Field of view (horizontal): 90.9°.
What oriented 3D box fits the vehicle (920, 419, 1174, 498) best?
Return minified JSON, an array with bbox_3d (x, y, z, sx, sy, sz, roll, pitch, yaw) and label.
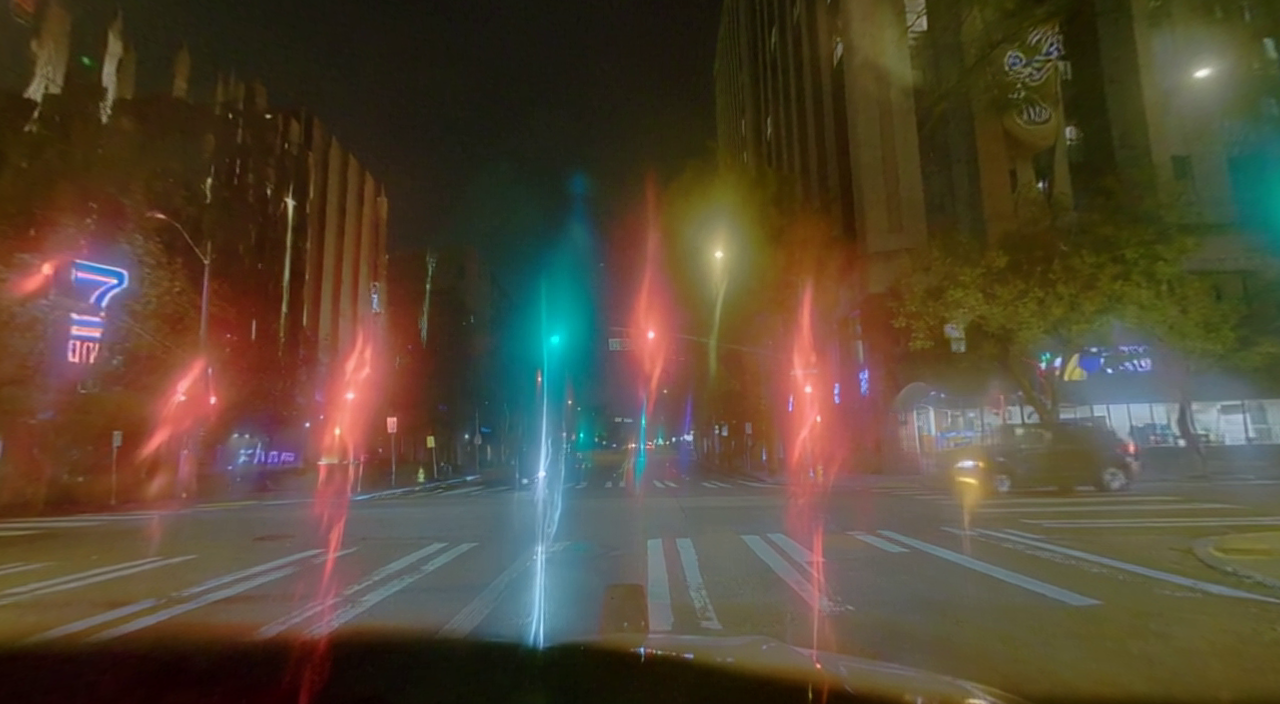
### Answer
[{"bbox_3d":[9.813,2.601,15.543,4.836,1.795,1.957,0,-8,0],"label":"vehicle"}]
